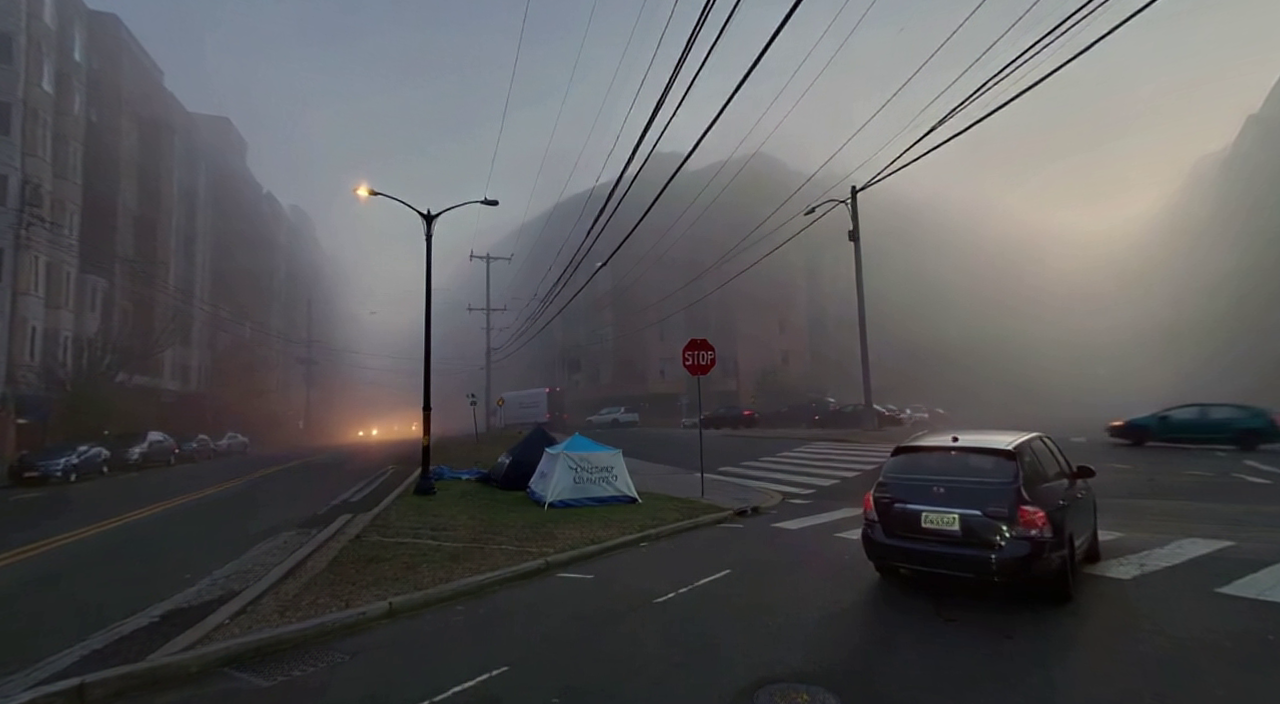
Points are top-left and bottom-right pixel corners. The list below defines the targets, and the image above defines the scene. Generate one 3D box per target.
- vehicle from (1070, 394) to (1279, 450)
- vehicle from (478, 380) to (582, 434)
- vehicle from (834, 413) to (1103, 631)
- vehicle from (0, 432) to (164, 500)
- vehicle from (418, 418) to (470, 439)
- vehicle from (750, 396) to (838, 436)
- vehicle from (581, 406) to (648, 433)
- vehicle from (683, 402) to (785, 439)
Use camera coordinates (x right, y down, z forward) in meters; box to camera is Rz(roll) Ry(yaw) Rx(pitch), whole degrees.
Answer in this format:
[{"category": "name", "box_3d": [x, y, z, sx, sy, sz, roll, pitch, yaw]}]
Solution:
[{"category": "vehicle", "box_3d": [16.022, 2.206, 19.149, 4.569, 1.487, 1.999, -8, -11, 41]}, {"category": "vehicle", "box_3d": [-7.106, 3.641, 40.180, 7.172, 3.075, 2.584, -7, -10, 41]}, {"category": "vehicle", "box_3d": [3.824, 1.632, 7.153, 1.945, 1.647, 4.160, -6, -10, 33]}, {"category": "vehicle", "box_3d": [-17.190, 3.487, 19.852, 2.054, 1.800, 5.212, 3, -9, -21]}, {"category": "vehicle", "box_3d": [-15.344, 6.016, 49.358, 2.089, 1.506, 4.641, 7, -11, -41]}, {"category": "vehicle", "box_3d": [8.250, 3.525, 34.058, 1.805, 1.694, 4.214, 12, -17, -43]}, {"category": "vehicle", "box_3d": [-1.642, 4.285, 39.768, 1.790, 1.468, 4.422, 8, -11, -42]}, {"category": "vehicle", "box_3d": [4.297, 3.234, 29.313, 4.363, 1.511, 1.838, -8, -11, 43]}]
